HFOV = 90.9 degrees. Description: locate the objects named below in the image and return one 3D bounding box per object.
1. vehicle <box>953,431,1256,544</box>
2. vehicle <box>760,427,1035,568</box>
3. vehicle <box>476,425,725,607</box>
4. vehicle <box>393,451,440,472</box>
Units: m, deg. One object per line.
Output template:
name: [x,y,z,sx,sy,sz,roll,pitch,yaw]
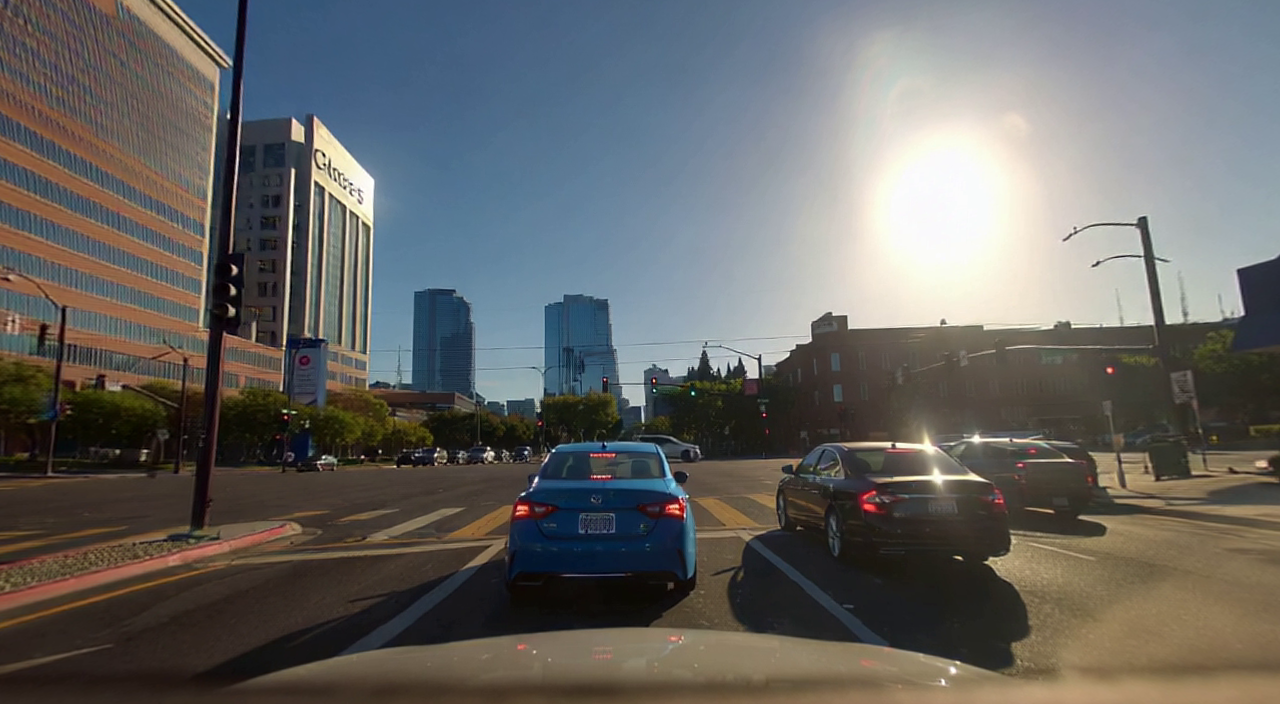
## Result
vehicle: [7.435,2.166,10.791,1.908,1.517,4.182,0,-8,-1]
vehicle: [3.207,1.889,8.972,2.042,1.508,4.109,0,-8,-2]
vehicle: [-0.376,1.654,7.289,2.059,1.477,3.988,0,-8,-1]
vehicle: [-17.164,8.393,48.673,2.048,1.463,4.530,0,-8,-1]
